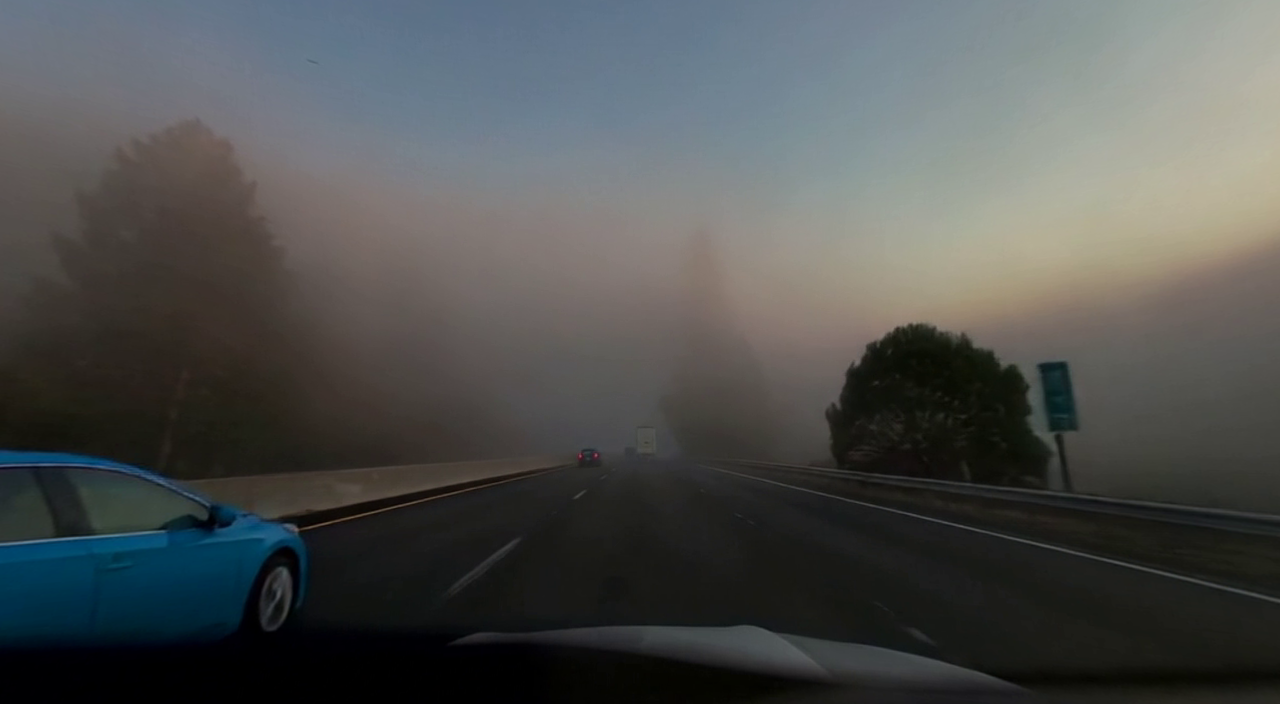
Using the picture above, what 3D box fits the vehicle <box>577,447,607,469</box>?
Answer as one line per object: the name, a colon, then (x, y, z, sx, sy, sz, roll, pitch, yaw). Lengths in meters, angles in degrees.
vehicle: (-3.577, 7.954, 47.273, 2.018, 1.548, 3.849, 0, -9, -1)
